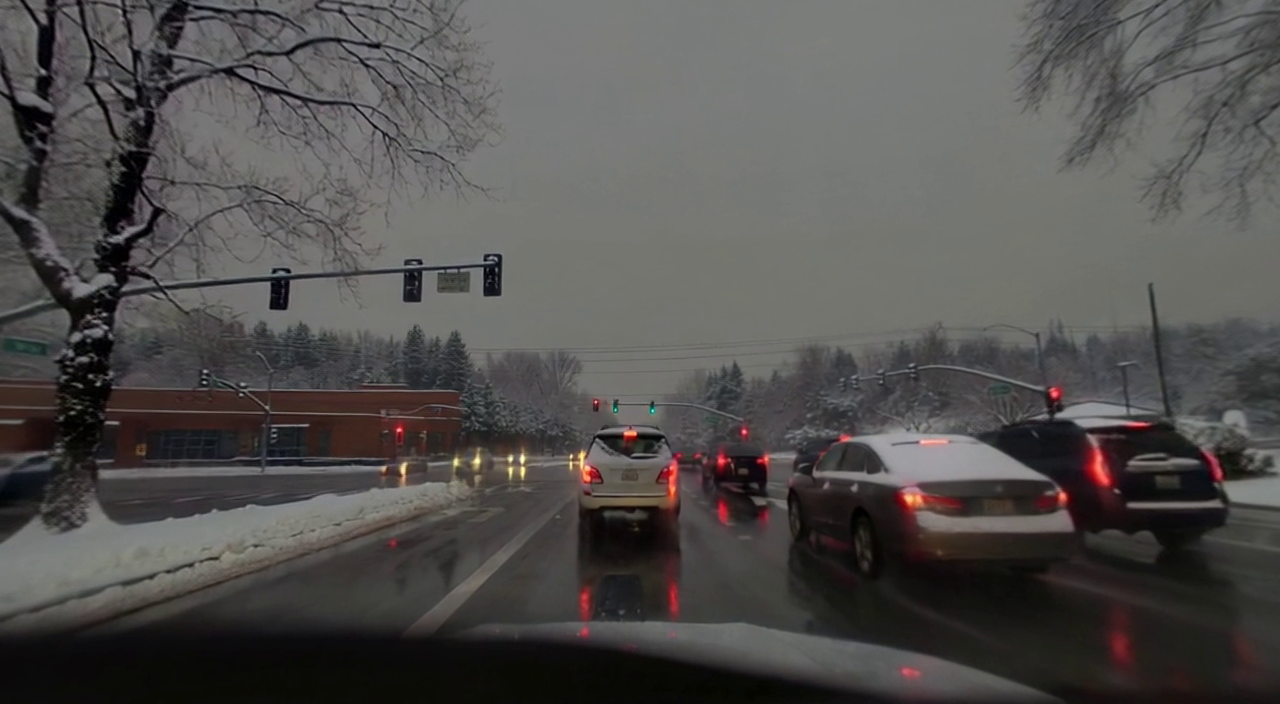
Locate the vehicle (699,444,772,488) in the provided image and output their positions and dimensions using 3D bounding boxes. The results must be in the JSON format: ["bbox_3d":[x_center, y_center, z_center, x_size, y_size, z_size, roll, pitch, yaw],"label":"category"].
[{"bbox_3d":[3.502,4.271,24.018,2.004,1.523,4.263,0,-9,-1],"label":"vehicle"}]

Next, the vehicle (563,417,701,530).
[{"bbox_3d":[-0.140,2.303,12.517,2.236,1.827,4.316,0,-9,0],"label":"vehicle"}]

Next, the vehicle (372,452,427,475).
[{"bbox_3d":[-17.467,8.132,46.127,1.971,1.523,4.991,0,-9,1],"label":"vehicle"}]

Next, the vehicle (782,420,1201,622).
[{"bbox_3d":[3.319,1.684,7.417,2.034,1.558,4.774,0,-9,-2],"label":"vehicle"}]

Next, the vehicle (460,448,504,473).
[{"bbox_3d":[-11.227,7.692,45.113,2.032,1.671,4.316,0,-9,0],"label":"vehicle"}]

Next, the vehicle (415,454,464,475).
[{"bbox_3d":[-14.501,8.142,45.886,2.107,1.448,4.179,0,-9,1],"label":"vehicle"}]

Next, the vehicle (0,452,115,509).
[{"bbox_3d":[-20.872,4.290,21.408,2.138,1.708,4.589,0,-9,0],"label":"vehicle"}]
